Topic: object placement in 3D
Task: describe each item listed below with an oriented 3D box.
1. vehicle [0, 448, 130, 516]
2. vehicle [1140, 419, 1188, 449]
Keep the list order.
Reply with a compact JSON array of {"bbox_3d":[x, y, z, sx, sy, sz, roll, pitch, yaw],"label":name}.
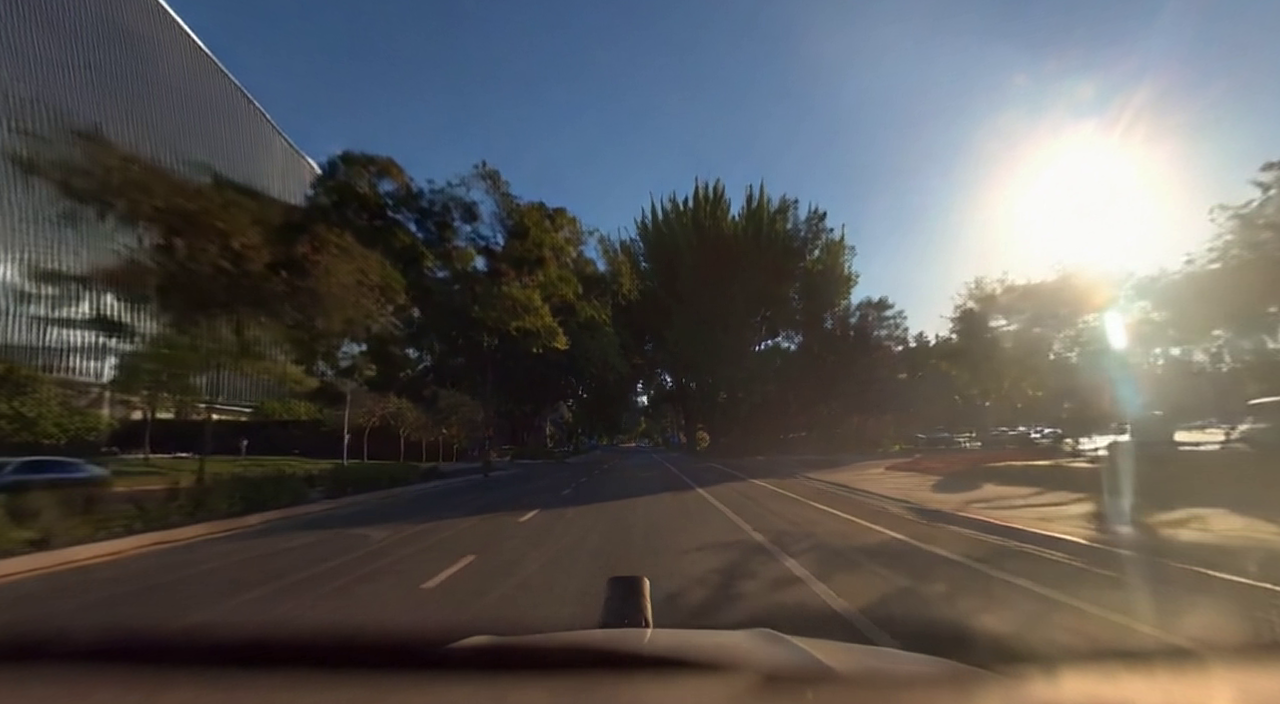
[{"bbox_3d":[-15.706,3.191,15.733,1.982,1.504,4.683,0,-8,1],"label":"vehicle"},{"bbox_3d":[32.466,5.117,39.141,1.940,1.727,4.262,-6,-10,36],"label":"vehicle"}]
